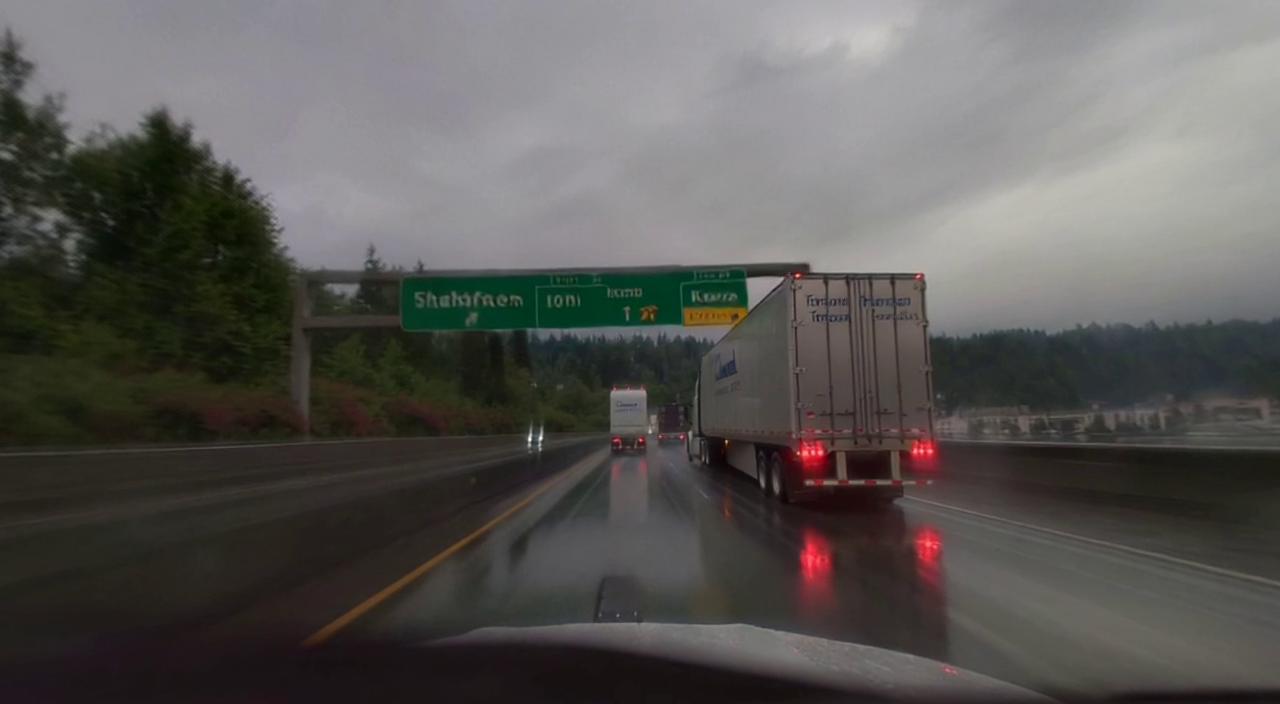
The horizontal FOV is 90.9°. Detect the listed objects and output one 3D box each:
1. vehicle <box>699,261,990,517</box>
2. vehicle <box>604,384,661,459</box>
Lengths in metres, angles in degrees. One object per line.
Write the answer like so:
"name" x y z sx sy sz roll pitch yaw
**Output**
"vehicle" 3.937 1.512 17.411 2.856 4.145 14.500 0 -8 -1
"vehicle" -0.462 4.322 38.108 2.958 3.917 10.196 0 -8 -1
